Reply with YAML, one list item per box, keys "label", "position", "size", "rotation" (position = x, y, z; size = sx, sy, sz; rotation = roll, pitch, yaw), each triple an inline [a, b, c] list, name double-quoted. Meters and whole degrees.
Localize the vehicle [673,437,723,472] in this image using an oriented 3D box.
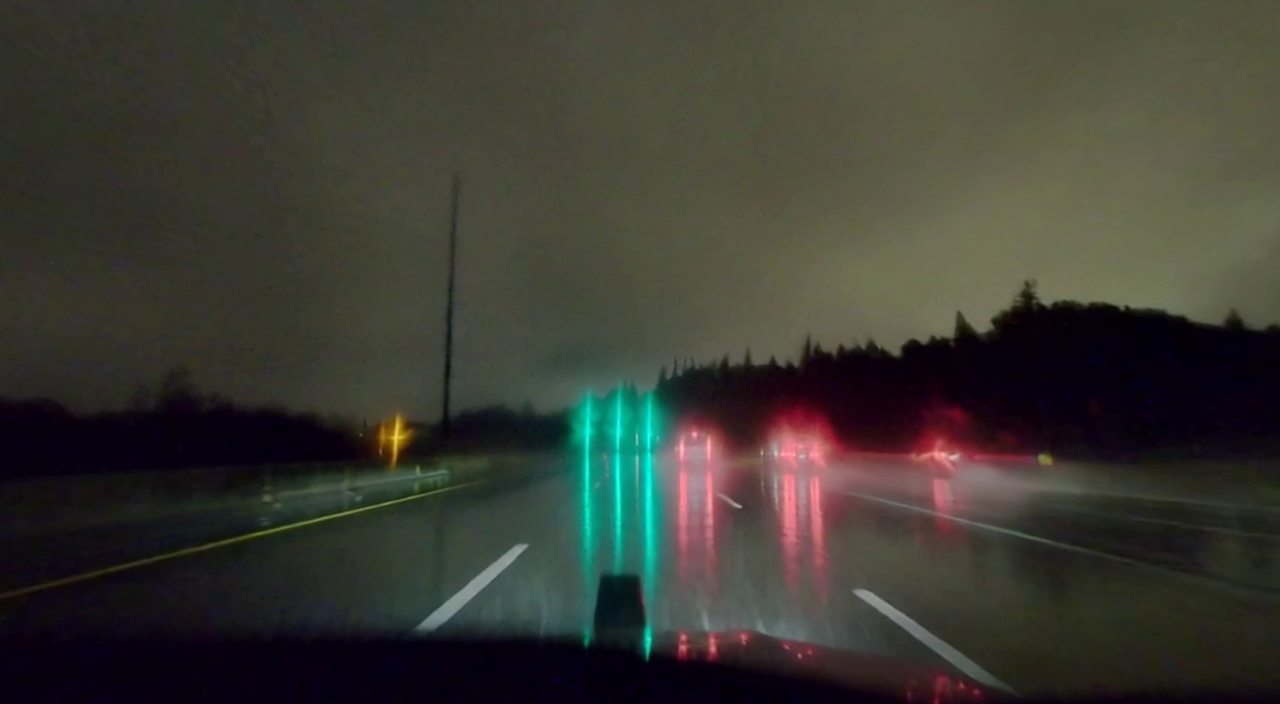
- label: "vehicle"
  position: [3.289, 5.924, 36.545]
  size: [2.233, 1.861, 4.494]
  rotation: [1, -8, -3]
